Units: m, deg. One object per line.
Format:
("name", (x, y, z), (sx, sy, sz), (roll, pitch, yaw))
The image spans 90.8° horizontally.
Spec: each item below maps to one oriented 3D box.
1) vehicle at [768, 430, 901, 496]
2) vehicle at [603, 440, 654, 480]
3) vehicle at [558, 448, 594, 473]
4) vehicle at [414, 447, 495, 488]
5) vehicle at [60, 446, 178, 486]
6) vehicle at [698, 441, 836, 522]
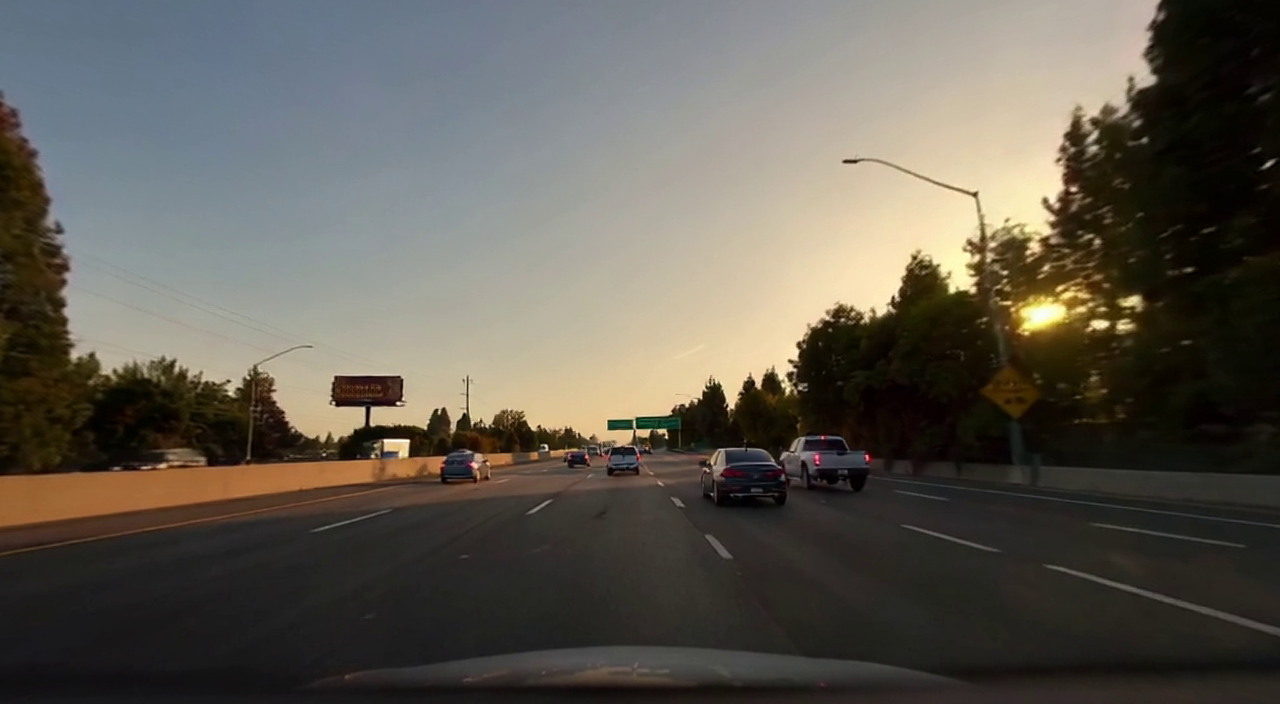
("vehicle", (6.375, 3.732, 21.750), (2.635, 1.919, 5.907), (0, -8, -1))
("vehicle", (-0.535, 5.323, 31.505), (2.323, 1.805, 4.729), (0, -8, 0))
("vehicle", (-4.157, 7.077, 41.475), (1.935, 1.487, 4.076), (0, -8, 0))
("vehicle", (-7.378, 4.627, 25.605), (1.920, 1.482, 4.385), (0, -8, 0))
("vehicle", (-22.790, 4.964, 27.841), (1.786, 1.622, 3.932), (0, -9, 0))
("vehicle", (2.528, 2.688, 13.757), (2.011, 1.462, 4.286), (0, -8, -1))
